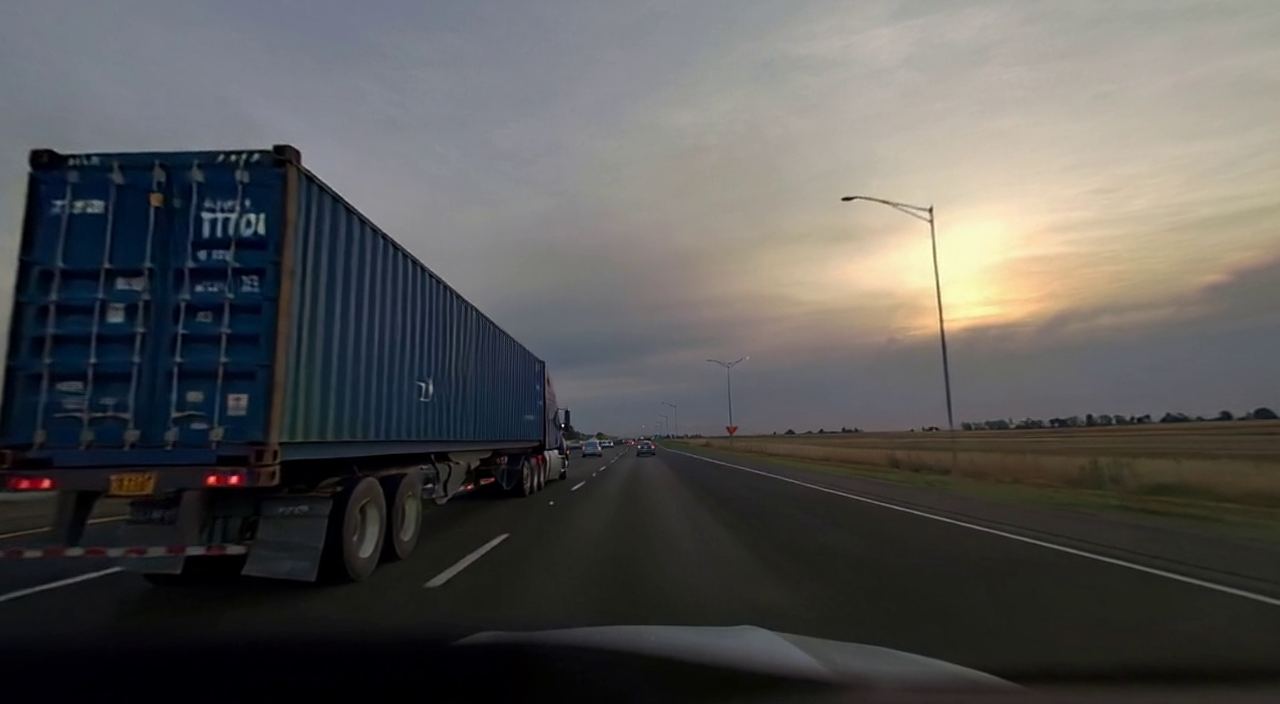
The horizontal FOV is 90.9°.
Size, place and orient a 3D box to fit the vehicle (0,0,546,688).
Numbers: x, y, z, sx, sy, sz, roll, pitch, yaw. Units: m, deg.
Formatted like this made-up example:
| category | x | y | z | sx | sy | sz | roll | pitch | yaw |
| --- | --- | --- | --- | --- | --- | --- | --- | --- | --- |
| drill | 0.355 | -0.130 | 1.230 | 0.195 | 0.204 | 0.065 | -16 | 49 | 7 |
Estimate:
| category | x | y | z | sx | sy | sz | roll | pitch | yaw |
| --- | --- | --- | --- | --- | --- | --- | --- | --- | --- |
| vehicle | -3.997 | 0.720 | 10.192 | 2.840 | 4.032 | 13.388 | 0 | -8 | 0 |

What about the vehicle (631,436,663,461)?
| category | x | y | z | sx | sy | sz | roll | pitch | yaw |
| --- | --- | --- | --- | --- | --- | --- | --- | --- | --- |
| vehicle | 0.450 | 6.813 | 44.603 | 2.136 | 1.718 | 4.157 | 0 | -8 | 0 |
